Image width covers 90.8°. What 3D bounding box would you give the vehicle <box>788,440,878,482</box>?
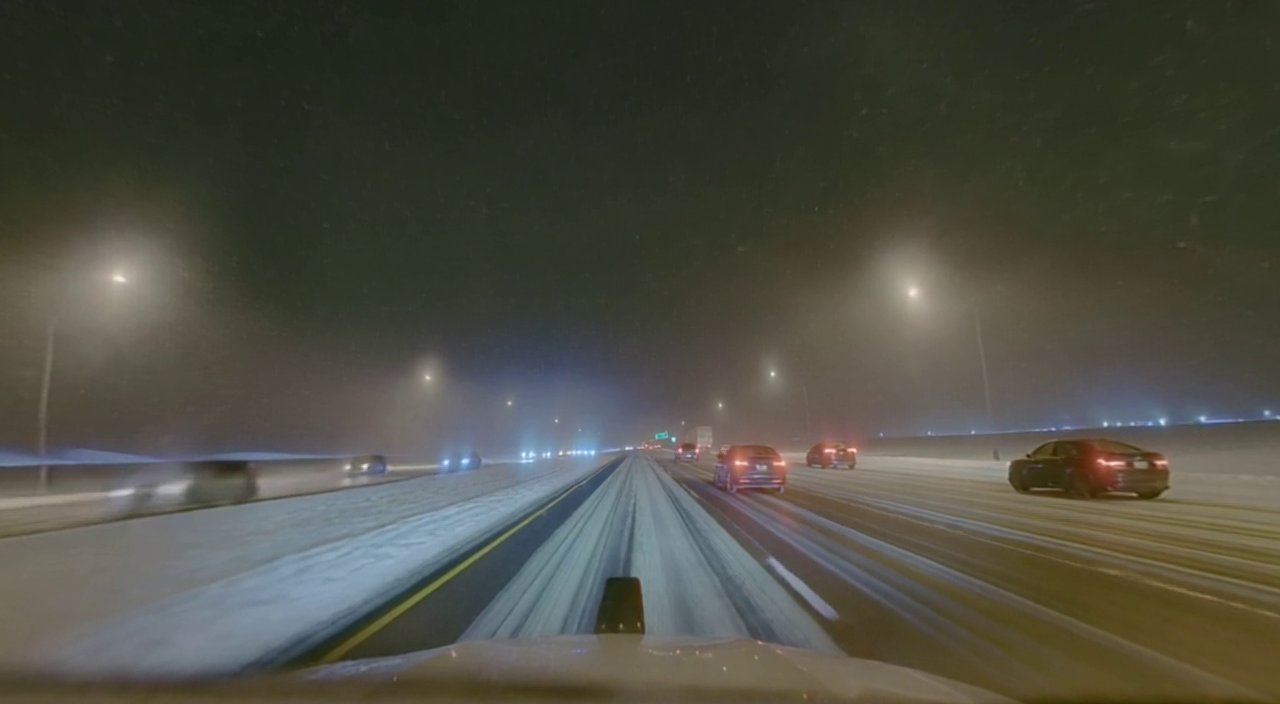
[{"bbox_3d":[7.155,4.070,23.910,1.952,1.442,4.259,0,-8,-1],"label":"vehicle"}]

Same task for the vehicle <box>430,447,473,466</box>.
[{"bbox_3d":[-14.554,8.057,49.016,1.962,1.309,4.240,1,-8,2],"label":"vehicle"}]

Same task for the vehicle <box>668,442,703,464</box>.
[{"bbox_3d":[3.203,7.166,44.892,2.038,1.477,4.313,0,-9,-2],"label":"vehicle"}]

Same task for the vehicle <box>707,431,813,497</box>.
[{"bbox_3d":[3.200,3.108,17.878,1.977,1.601,4.598,0,-9,-1],"label":"vehicle"}]

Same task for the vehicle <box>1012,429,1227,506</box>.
[{"bbox_3d":[11.055,2.667,15.039,1.844,1.560,4.085,0,-8,-1],"label":"vehicle"}]

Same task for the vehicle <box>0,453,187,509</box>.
[{"bbox_3d":[-14.523,3.405,17.131,1.583,1.220,3.939,0,-8,0],"label":"vehicle"}]
